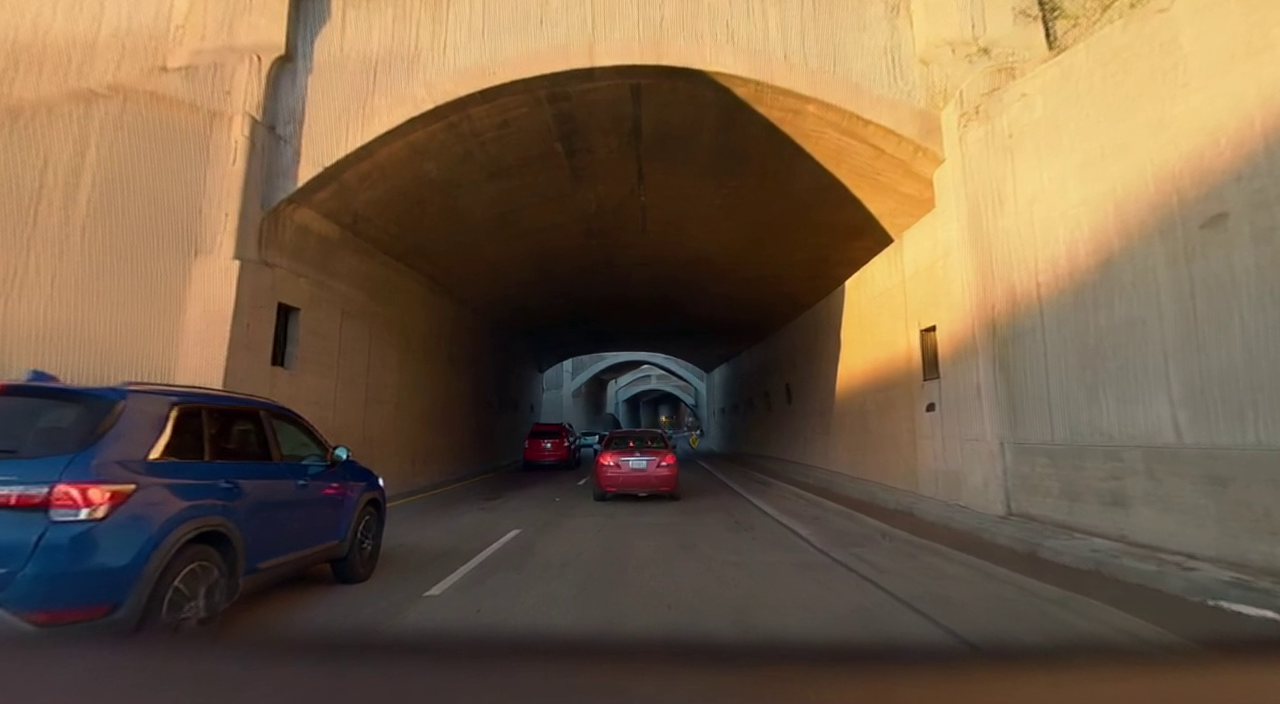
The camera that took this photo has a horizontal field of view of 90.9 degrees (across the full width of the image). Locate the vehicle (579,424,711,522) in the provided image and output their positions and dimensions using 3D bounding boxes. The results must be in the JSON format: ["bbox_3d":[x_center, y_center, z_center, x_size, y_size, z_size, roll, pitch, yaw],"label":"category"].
[{"bbox_3d":[0.041,2.159,11.759,2.020,1.478,4.092,0,-8,-1],"label":"vehicle"}]

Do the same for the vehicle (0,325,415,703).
[{"bbox_3d":[-3.568,1.093,4.718,2.017,1.761,4.572,0,-8,1],"label":"vehicle"}]

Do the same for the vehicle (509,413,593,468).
[{"bbox_3d":[-3.394,3.602,25.456,2.329,1.948,5.800,0,-8,2],"label":"vehicle"}]
